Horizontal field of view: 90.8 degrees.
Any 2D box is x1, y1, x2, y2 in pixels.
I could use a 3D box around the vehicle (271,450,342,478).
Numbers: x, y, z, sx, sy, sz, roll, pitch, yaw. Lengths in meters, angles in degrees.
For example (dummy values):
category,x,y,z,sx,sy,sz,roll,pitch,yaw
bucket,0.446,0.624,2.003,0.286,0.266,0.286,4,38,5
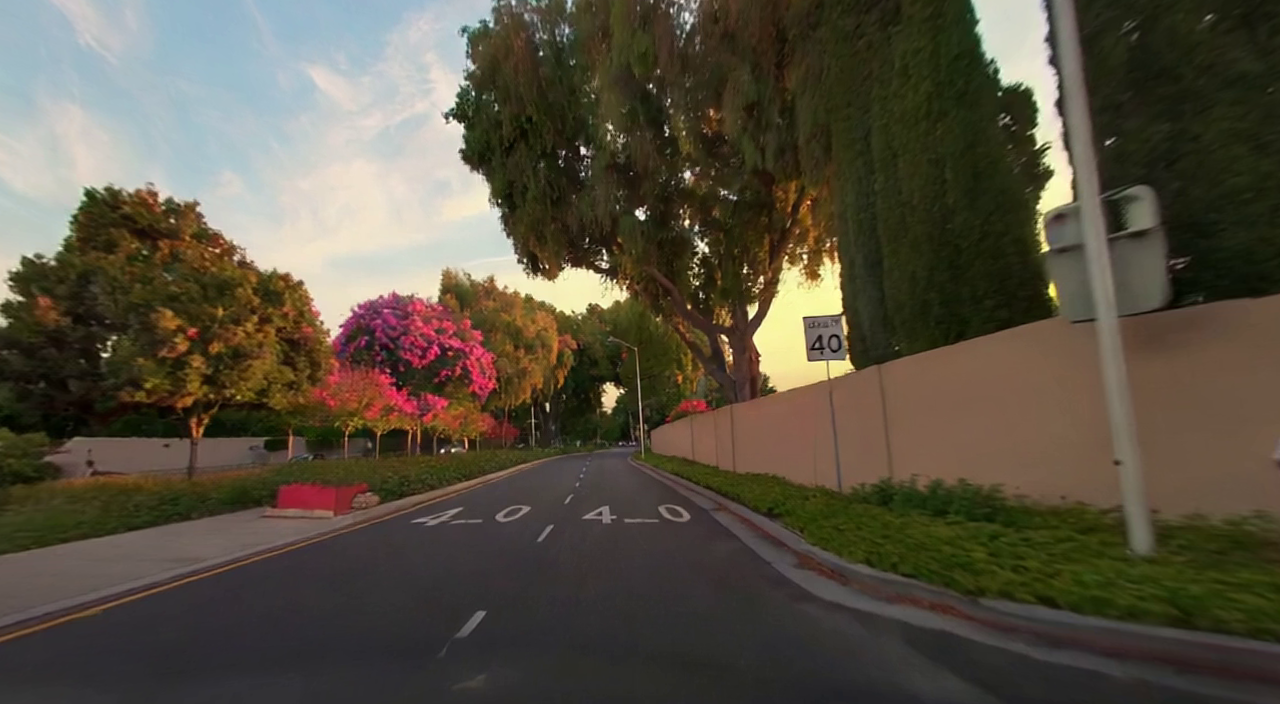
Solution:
category,x,y,z,sx,sy,sz,roll,pitch,yaw
vehicle,-18.191,6.089,34.652,1.827,1.404,4.141,0,-8,-3
